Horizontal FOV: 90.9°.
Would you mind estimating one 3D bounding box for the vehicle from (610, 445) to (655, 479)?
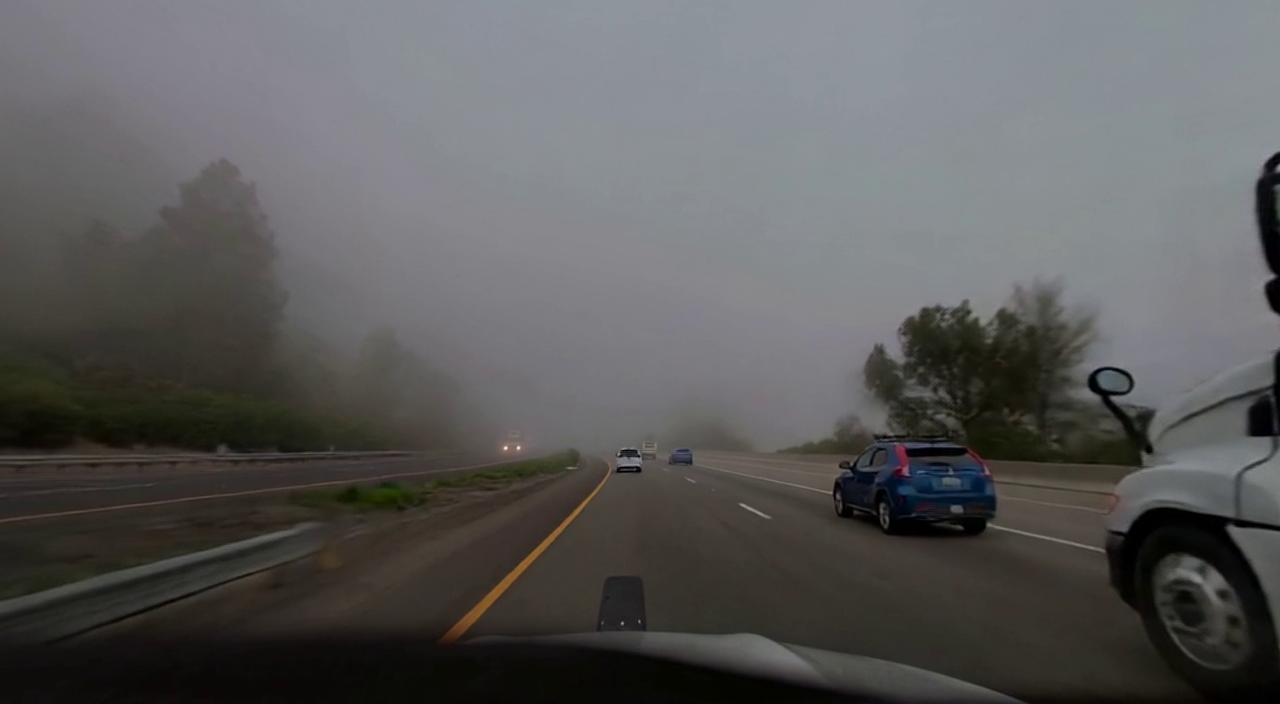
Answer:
[{"bbox_3d":[-0.399,5.317,30.707,2.050,1.534,3.771,0,-9,-2],"label":"vehicle"}]

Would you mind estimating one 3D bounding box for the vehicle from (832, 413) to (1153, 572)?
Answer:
[{"bbox_3d":[4.257,1.761,8.529,2.013,1.623,3.916,0,-9,-1],"label":"vehicle"}]

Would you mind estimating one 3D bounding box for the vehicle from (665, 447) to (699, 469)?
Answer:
[{"bbox_3d":[3.075,7.875,46.977,2.008,1.504,4.291,1,-9,-4],"label":"vehicle"}]
